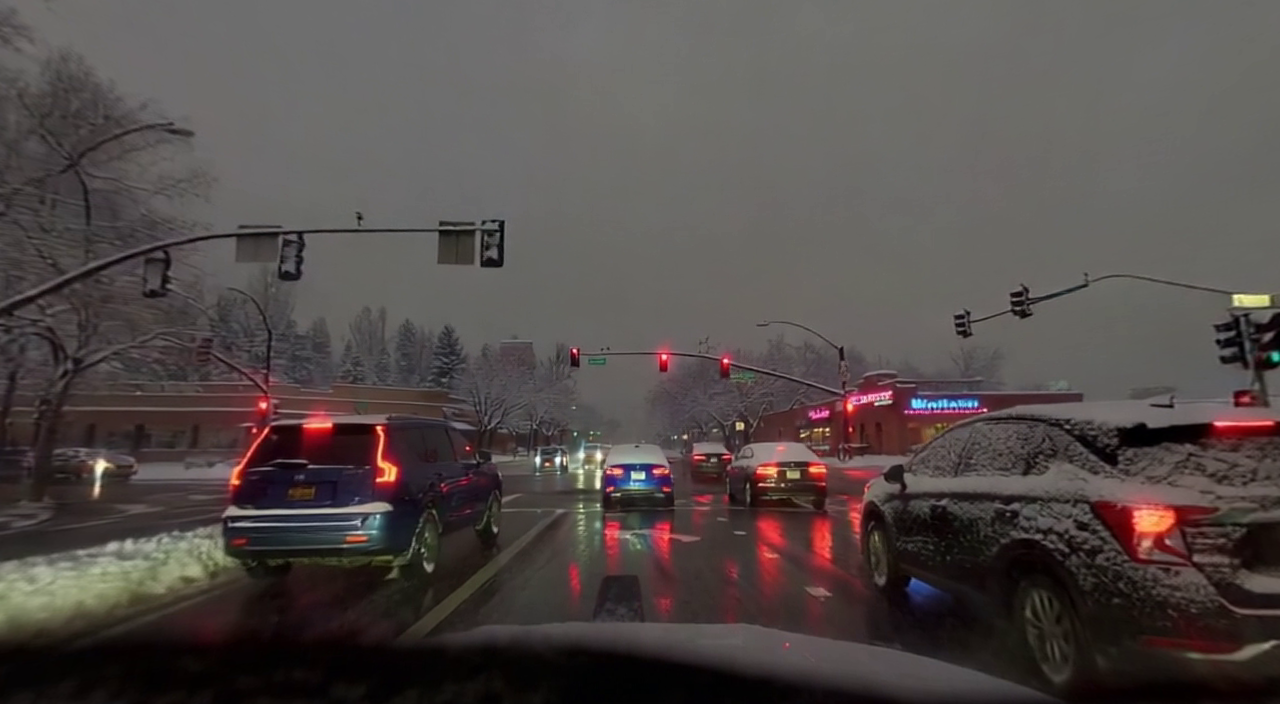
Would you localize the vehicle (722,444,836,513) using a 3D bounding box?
[{"bbox_3d":[3.321,3.084,15.953,1.865,1.496,4.170,0,-9,-1],"label":"vehicle"}]

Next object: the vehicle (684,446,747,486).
[{"bbox_3d":[3.095,4.778,26.879,2.099,1.553,4.279,0,-9,-1],"label":"vehicle"}]

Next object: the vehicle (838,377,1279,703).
[{"bbox_3d":[3.289,1.259,4.910,2.075,1.661,4.401,0,-9,0],"label":"vehicle"}]

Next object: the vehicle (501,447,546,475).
[{"bbox_3d":[-7.908,7.422,43.380,2.293,1.777,4.497,0,-9,0],"label":"vehicle"}]

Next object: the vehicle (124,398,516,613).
[{"bbox_3d":[-3.228,1.679,7.878,2.257,1.823,4.777,-1,-9,2],"label":"vehicle"}]

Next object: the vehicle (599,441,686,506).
[{"bbox_3d":[0.037,3.295,17.505,2.154,1.577,3.723,0,-9,-1],"label":"vehicle"}]
